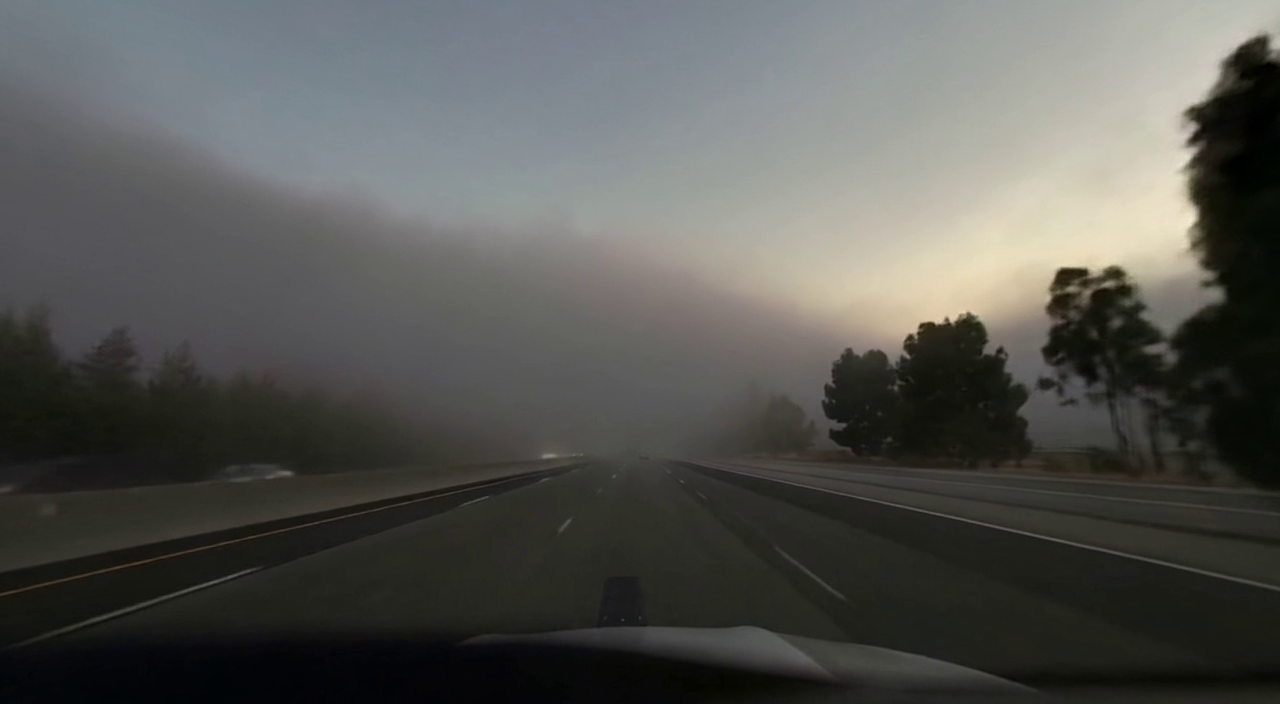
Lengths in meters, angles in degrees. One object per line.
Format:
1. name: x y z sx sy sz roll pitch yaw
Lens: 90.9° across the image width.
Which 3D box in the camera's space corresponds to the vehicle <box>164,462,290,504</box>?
1. vehicle: -16.206 5.134 25.080 1.919 1.429 4.629 0 -9 -1
